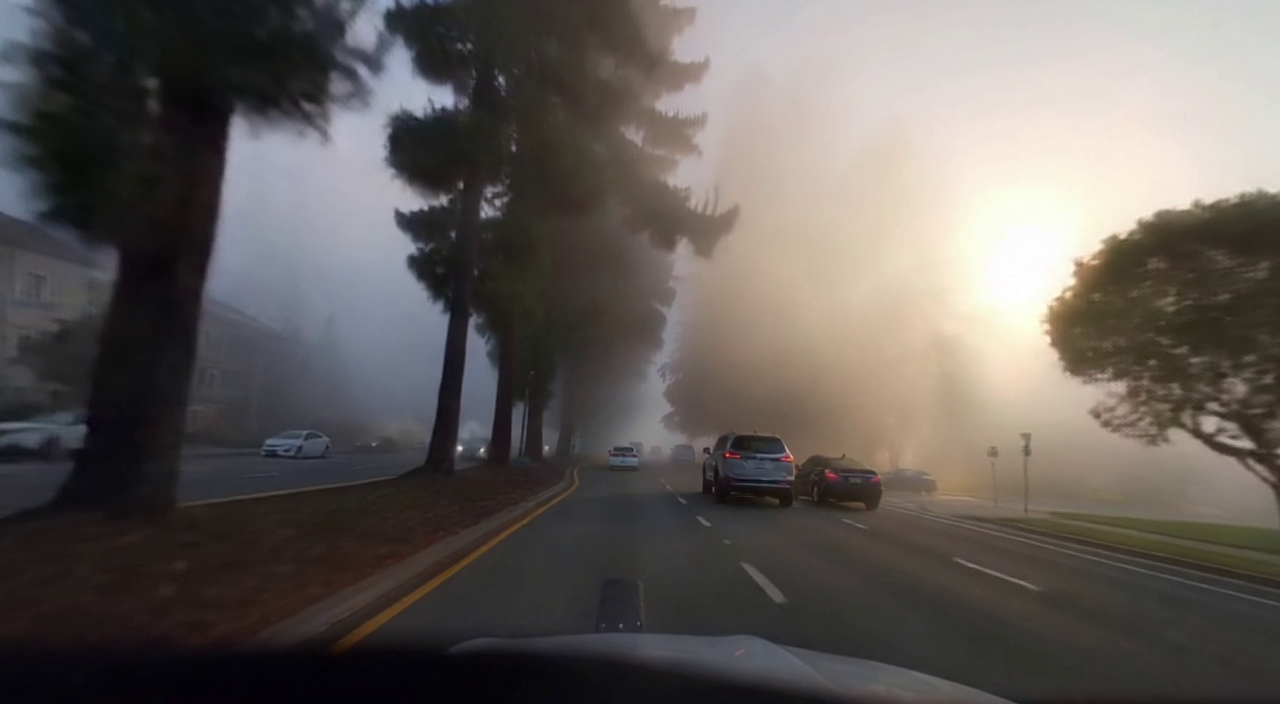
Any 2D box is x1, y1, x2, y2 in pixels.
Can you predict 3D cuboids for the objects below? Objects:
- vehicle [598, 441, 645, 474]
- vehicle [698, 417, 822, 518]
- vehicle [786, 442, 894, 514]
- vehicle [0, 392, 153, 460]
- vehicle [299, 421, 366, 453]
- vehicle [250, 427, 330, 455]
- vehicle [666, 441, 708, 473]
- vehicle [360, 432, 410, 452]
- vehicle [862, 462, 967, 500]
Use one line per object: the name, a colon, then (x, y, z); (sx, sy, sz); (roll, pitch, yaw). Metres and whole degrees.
vehicle: (-0.869, 5.064, 30.489); (2.119, 1.460, 3.847); (0, -8, -1)
vehicle: (2.735, 2.744, 15.443); (2.035, 1.940, 4.299); (4, -9, -1)
vehicle: (6.199, 3.895, 20.113); (1.913, 1.777, 4.269); (8, -8, 1)
vehicle: (-19.292, 2.501, 20.751); (2.226, 1.925, 5.293); (3, -9, 1)
vehicle: (-19.574, 5.497, 40.463); (2.056, 1.899, 4.803); (0, -8, -2)
vehicle: (-19.365, 4.962, 35.187); (1.877, 1.446, 4.593); (0, -8, -1)
vehicle: (2.649, 5.994, 36.360); (1.922, 1.708, 4.126); (0, -9, -2)
vehicle: (-19.594, 6.965, 48.718); (1.913, 1.417, 4.592); (0, -9, 0)
vehicle: (14.151, 6.652, 32.811); (4.545, 1.770, 2.057); (-1, -9, 8)
